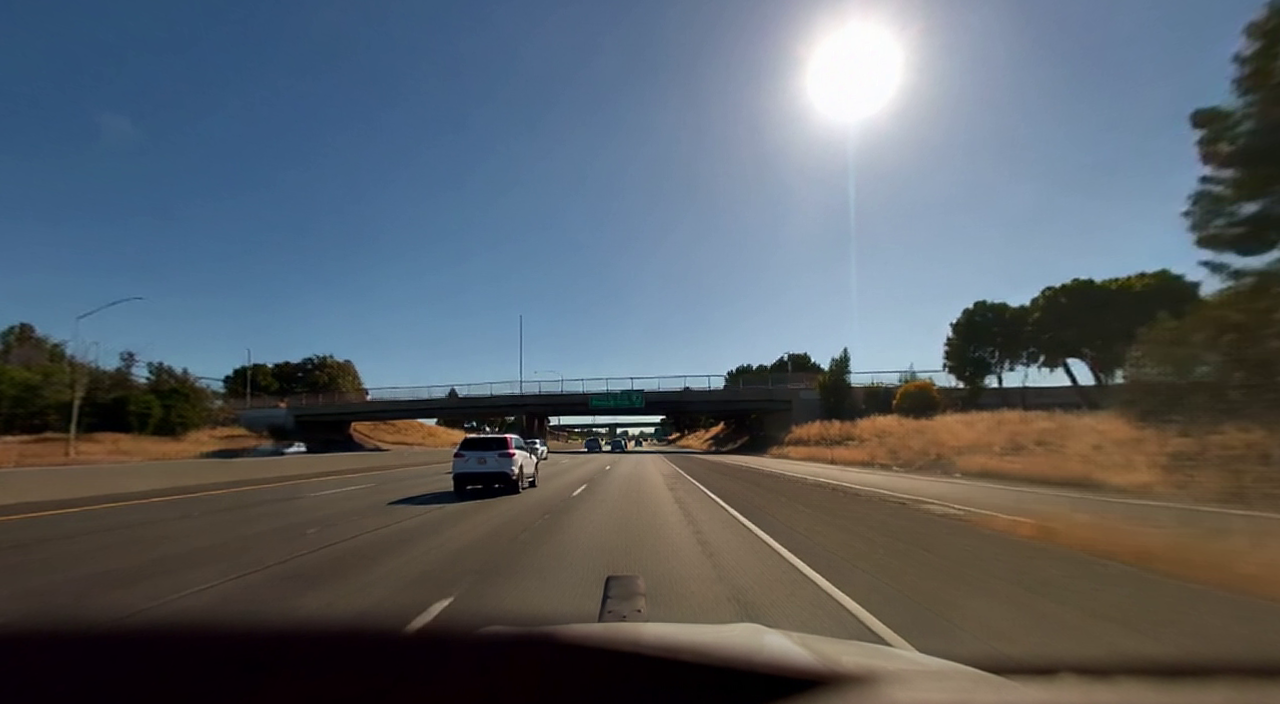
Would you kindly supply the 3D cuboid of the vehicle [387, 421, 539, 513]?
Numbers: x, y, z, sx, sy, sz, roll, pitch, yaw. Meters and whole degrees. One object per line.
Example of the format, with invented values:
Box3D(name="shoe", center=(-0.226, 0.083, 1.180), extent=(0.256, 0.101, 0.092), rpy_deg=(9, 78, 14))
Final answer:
Box3D(name="vehicle", center=(-3.694, 2.492, 14.083), extent=(2.048, 1.705, 4.384), rpy_deg=(0, -8, 1))
